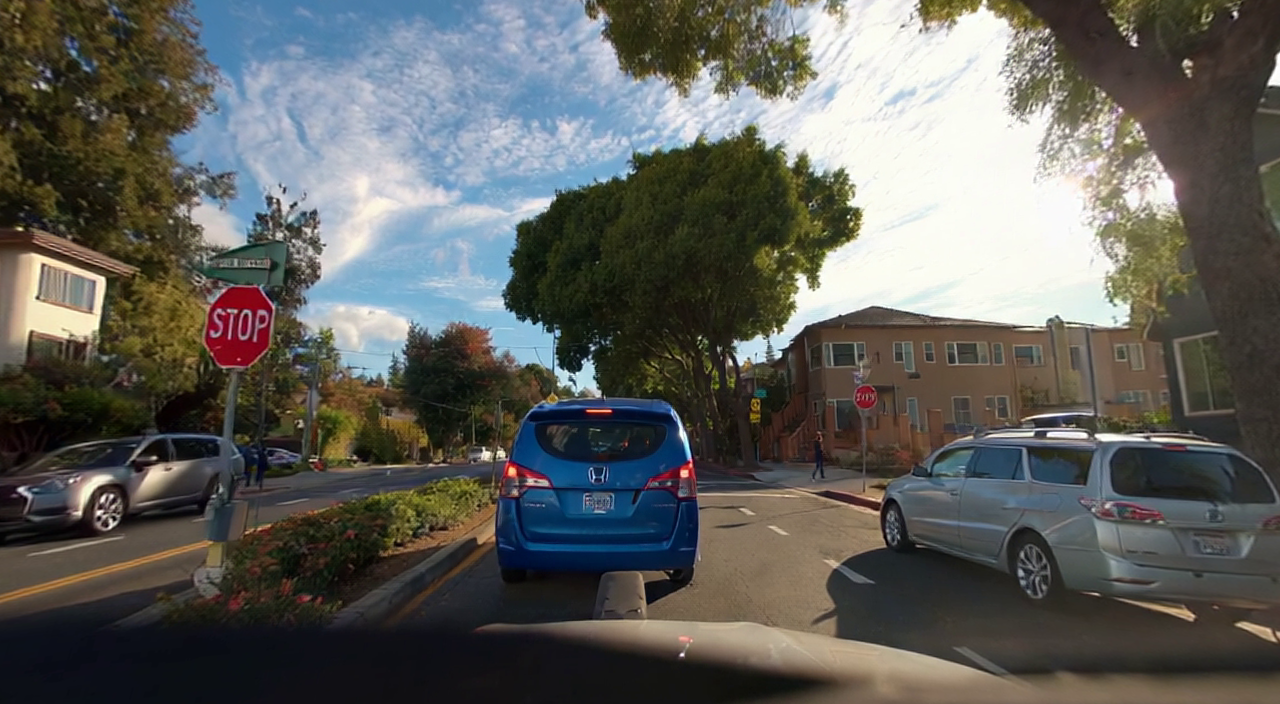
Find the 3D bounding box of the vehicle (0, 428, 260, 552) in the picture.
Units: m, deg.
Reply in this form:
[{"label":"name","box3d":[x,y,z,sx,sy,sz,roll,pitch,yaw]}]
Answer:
[{"label":"vehicle","box3d":[-8.291,2.021,10.051,1.825,1.532,4.083,-3,-7,2]}]

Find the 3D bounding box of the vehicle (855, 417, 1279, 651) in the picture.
[{"label":"vehicle","box3d":[4.219,1.679,6.903,1.959,1.581,4.731,4,-9,-2]}]

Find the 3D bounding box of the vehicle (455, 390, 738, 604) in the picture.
[{"label":"vehicle","box3d":[-0.386,1.566,7.711,2.377,1.787,4.652,0,-8,-1]}]
